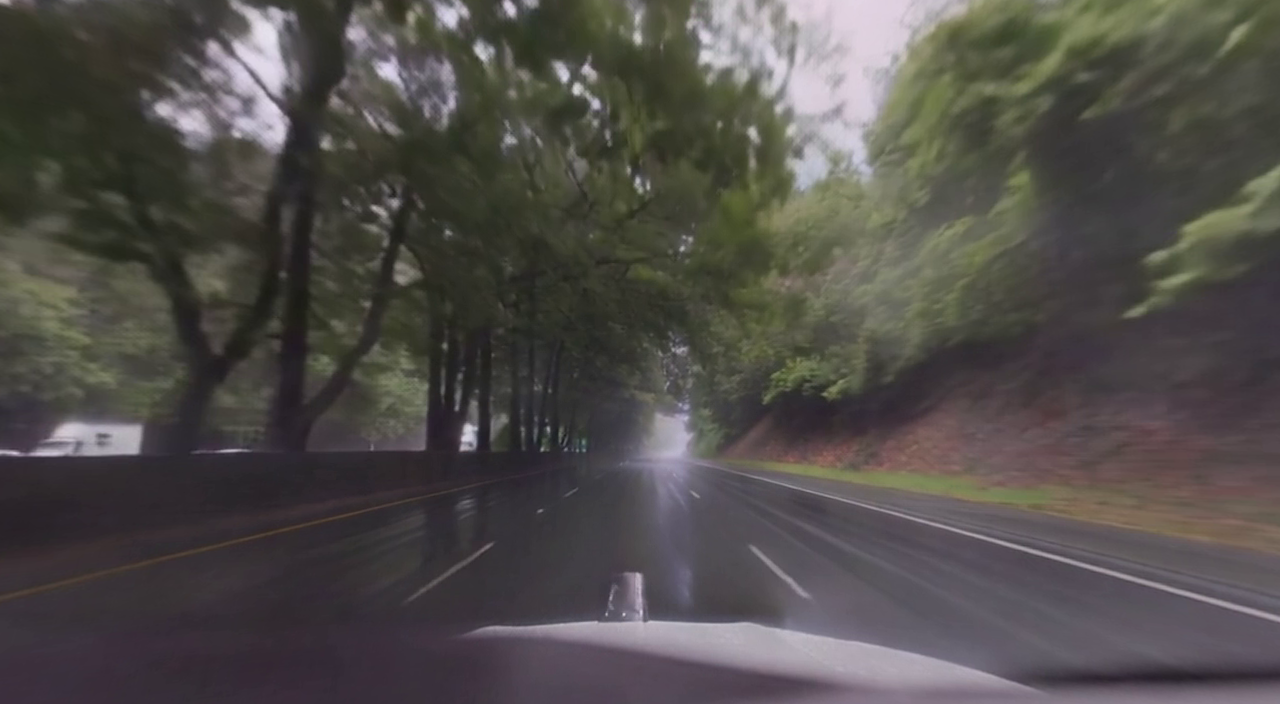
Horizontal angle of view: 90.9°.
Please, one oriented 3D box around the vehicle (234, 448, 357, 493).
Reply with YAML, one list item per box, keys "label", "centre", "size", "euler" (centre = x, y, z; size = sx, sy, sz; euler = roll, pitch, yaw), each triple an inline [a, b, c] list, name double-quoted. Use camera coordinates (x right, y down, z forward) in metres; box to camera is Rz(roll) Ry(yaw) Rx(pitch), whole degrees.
- label: "vehicle"
  centre: [-12.111, 4.167, 22.541]
  size: [1.948, 1.445, 4.306]
  euler: [0, -9, 0]
